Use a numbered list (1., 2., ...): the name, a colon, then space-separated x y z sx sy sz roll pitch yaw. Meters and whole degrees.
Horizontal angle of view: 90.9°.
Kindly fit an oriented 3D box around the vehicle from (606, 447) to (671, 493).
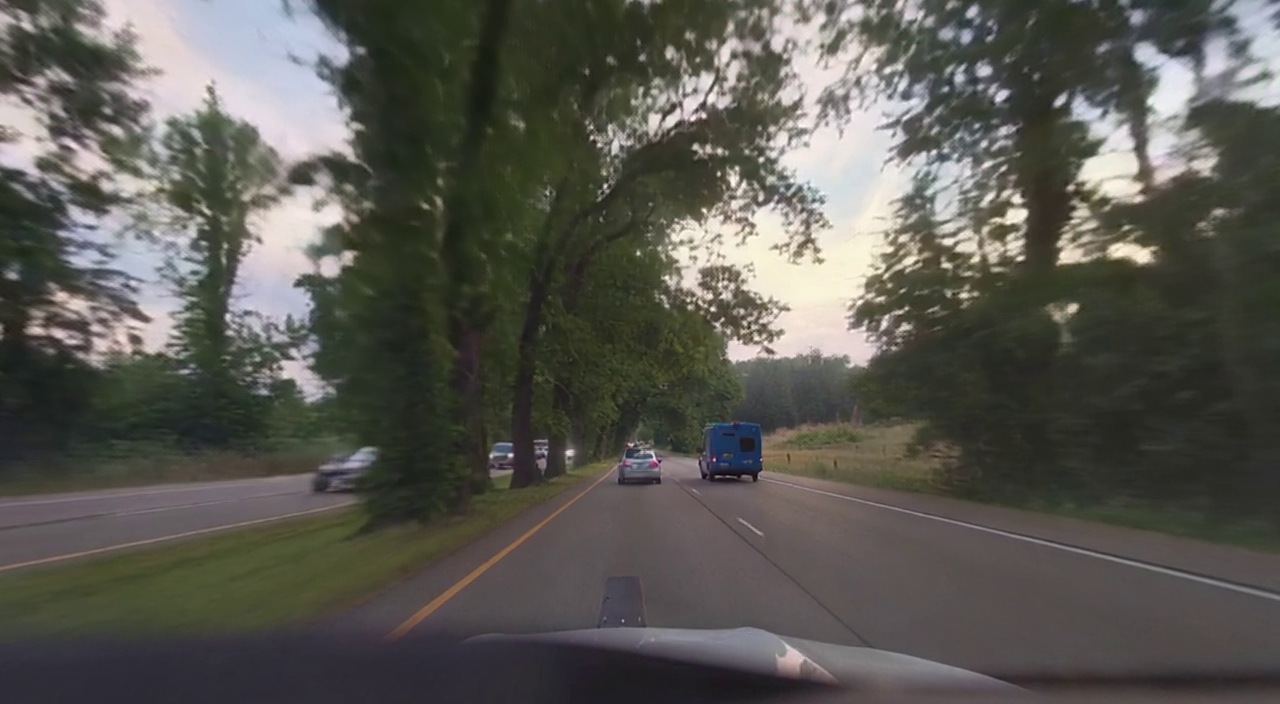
1. vehicle: -0.048 3.995 21.647 2.037 1.417 3.885 0 -9 0

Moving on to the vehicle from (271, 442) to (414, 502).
1. vehicle: -8.024 3.260 17.492 2.047 1.440 3.907 0 -9 0

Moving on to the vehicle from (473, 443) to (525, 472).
1. vehicle: -7.929 5.986 35.889 1.899 1.539 4.250 0 -9 1

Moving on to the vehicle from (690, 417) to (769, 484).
1. vehicle: 3.805 4.382 28.155 2.513 2.633 5.930 0 -9 -1
